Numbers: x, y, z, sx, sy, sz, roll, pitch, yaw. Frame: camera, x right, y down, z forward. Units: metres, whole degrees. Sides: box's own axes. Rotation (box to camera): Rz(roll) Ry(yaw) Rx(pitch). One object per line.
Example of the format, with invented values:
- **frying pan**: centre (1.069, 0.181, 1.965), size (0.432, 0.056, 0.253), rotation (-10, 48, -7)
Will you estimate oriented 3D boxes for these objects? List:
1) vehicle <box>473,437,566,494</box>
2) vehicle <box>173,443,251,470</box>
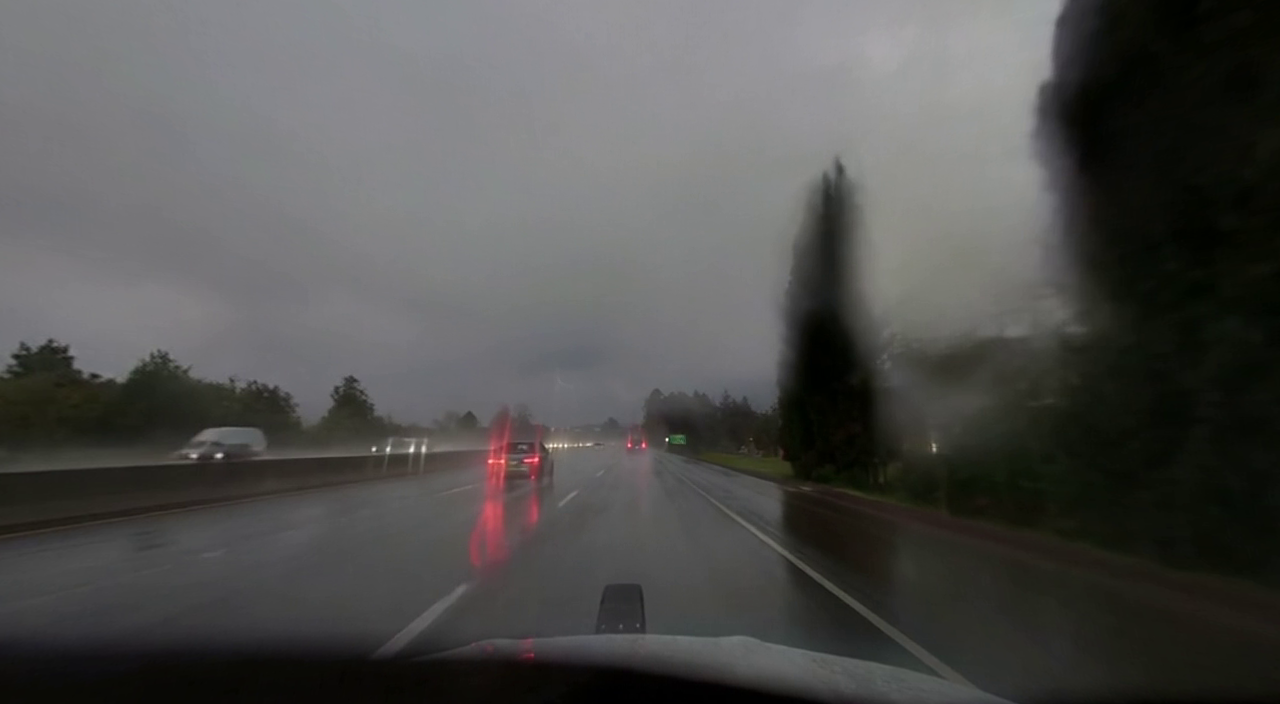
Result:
- **vehicle**: centre (-3.381, 3.274, 18.594), size (1.920, 1.463, 4.134), rotation (0, -8, 0)
- **vehicle**: centre (-31.677, 7.716, 46.987), size (2.260, 1.908, 4.930), rotation (0, -8, 0)
